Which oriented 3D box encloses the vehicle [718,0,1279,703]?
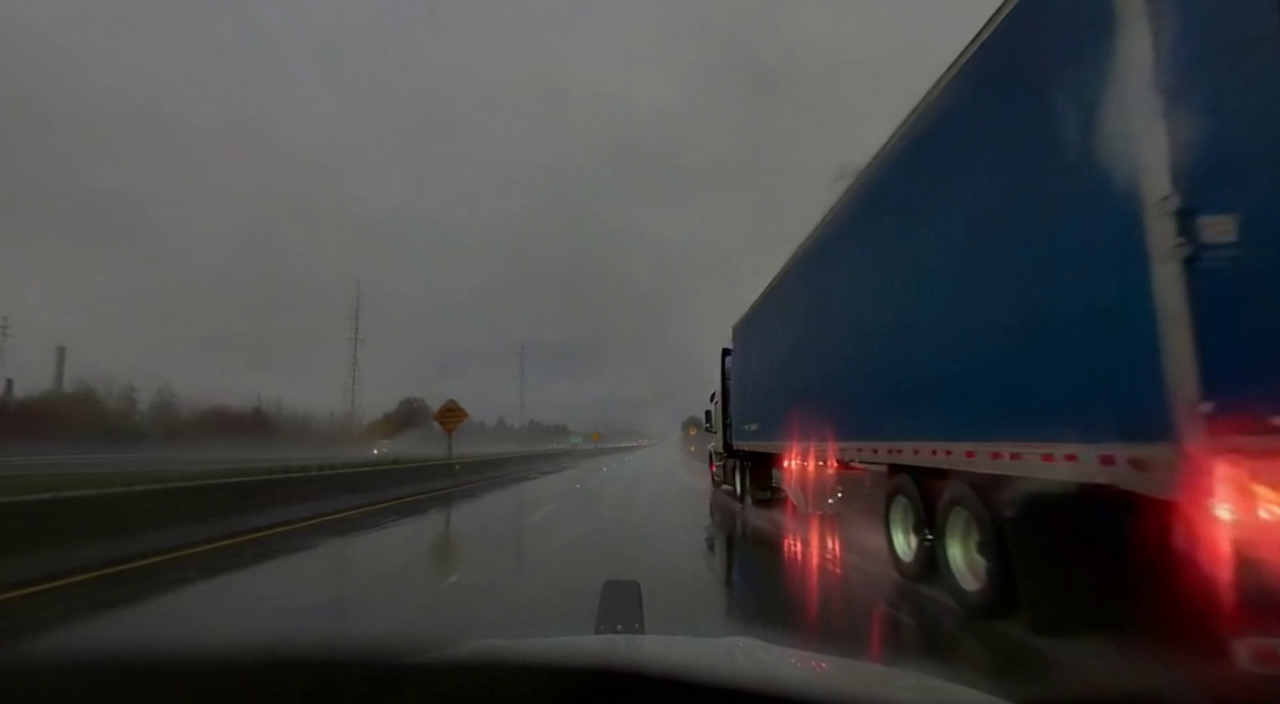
[{"bbox_3d":[3.806,0.745,9.693,3.244,4.020,14.561,0,-9,0],"label":"vehicle"}]
